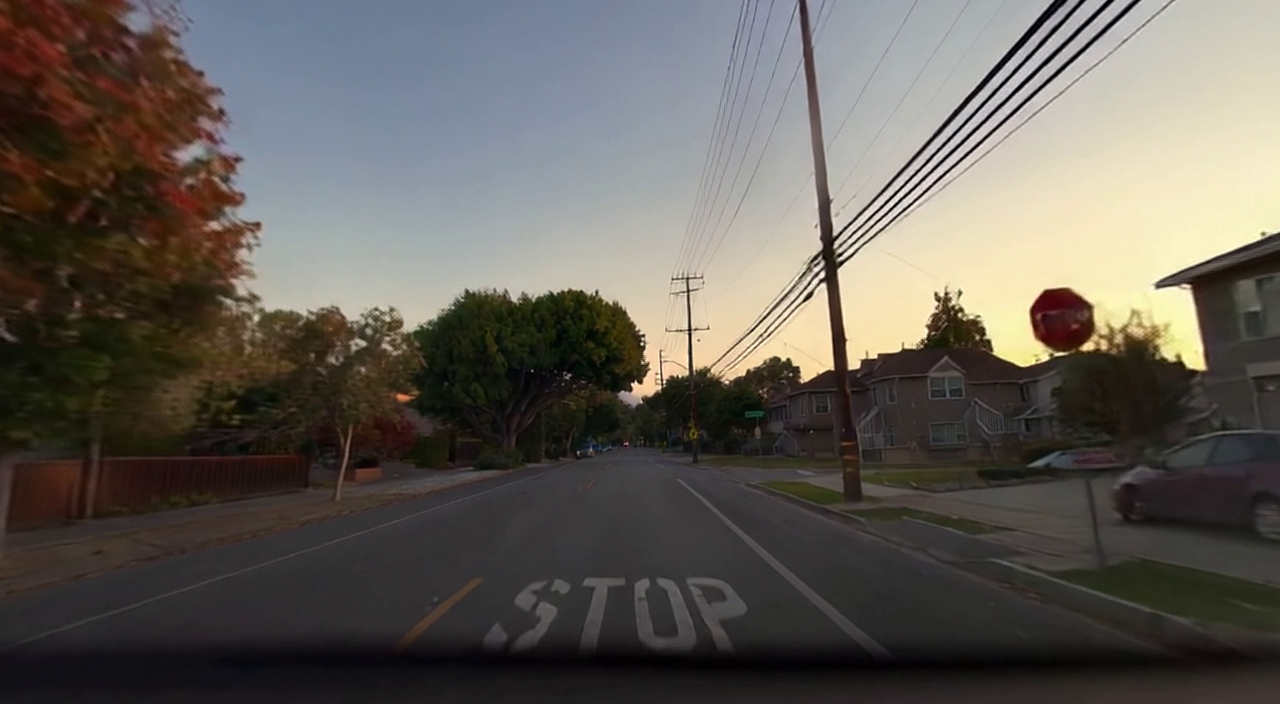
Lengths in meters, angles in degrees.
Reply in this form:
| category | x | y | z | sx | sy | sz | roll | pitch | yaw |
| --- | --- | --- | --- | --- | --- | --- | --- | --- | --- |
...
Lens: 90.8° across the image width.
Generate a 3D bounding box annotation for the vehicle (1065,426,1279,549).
| category | x | y | z | sx | sy | sz | roll | pitch | yaw |
| --- | --- | --- | --- | --- | --- | --- | --- | --- | --- |
| vehicle | 8.716 | 1.882 | 9.218 | 1.811 | 1.491 | 4.407 | 0 | -8 | -2 |
